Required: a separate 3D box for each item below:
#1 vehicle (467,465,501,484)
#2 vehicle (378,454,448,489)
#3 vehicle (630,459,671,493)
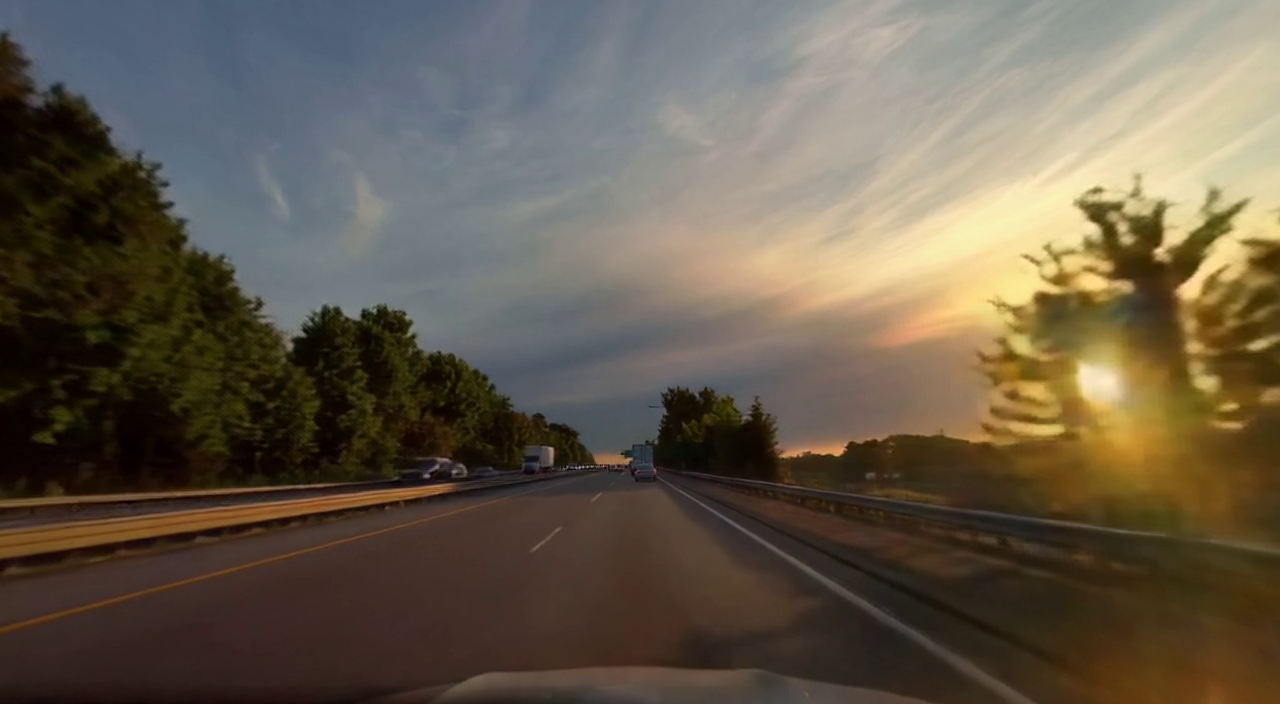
[{"bbox_3d":[-12.094,9.496,49.066,1.679,1.388,3.355,1,-10,1],"label":"vehicle"},{"bbox_3d":[-11.702,6.220,32.780,1.984,1.648,4.195,1,-10,0],"label":"vehicle"},{"bbox_3d":[0.547,6.711,34.327,2.048,1.663,4.377,1,-10,0],"label":"vehicle"}]
